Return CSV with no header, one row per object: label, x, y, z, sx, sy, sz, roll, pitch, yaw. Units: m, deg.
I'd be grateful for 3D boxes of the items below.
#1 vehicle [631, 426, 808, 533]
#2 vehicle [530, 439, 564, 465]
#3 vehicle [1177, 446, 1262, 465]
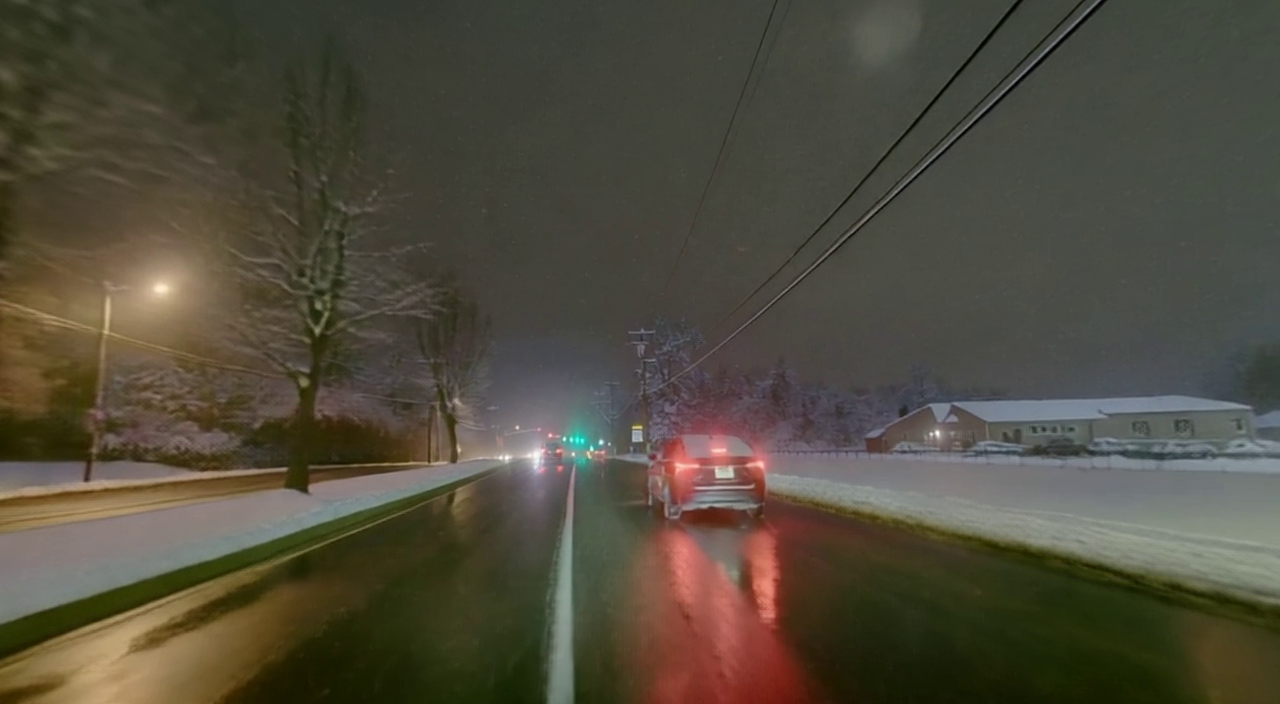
vehicle,1.204,2.325,12.168,2.235,1.597,4.918,1,-9,-7
vehicle,-6.481,7.042,44.443,2.189,1.776,4.342,1,-9,-6
vehicle,43.345,7.729,47.205,1.733,1.399,4.510,1,-9,-7
